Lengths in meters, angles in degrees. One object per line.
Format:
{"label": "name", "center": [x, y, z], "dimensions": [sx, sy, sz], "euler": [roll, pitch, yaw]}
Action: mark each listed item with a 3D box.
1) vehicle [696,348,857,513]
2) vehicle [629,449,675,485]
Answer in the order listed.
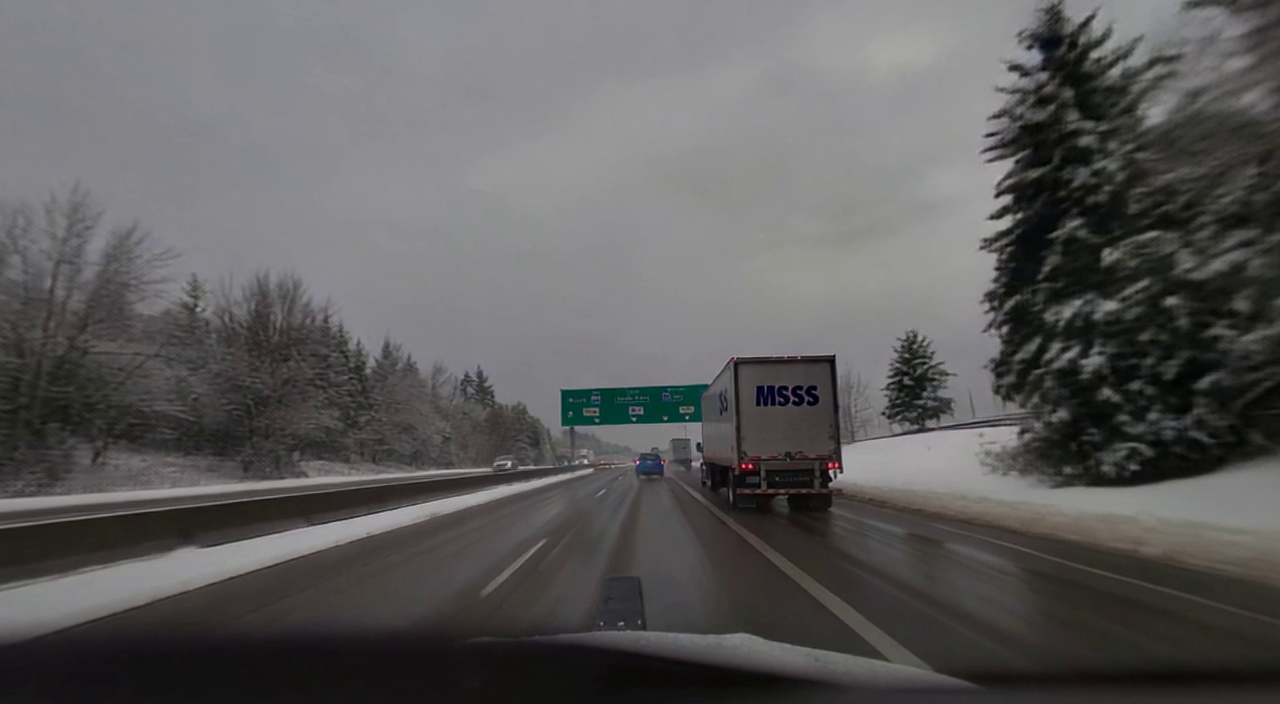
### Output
{"label": "vehicle", "center": [3.995, 3.015, 22.812], "dimensions": [3.002, 4.104, 14.174], "euler": [0, -9, 1]}
{"label": "vehicle", "center": [0.583, 5.552, 30.726], "dimensions": [2.121, 1.642, 3.828], "euler": [0, -9, 1]}
